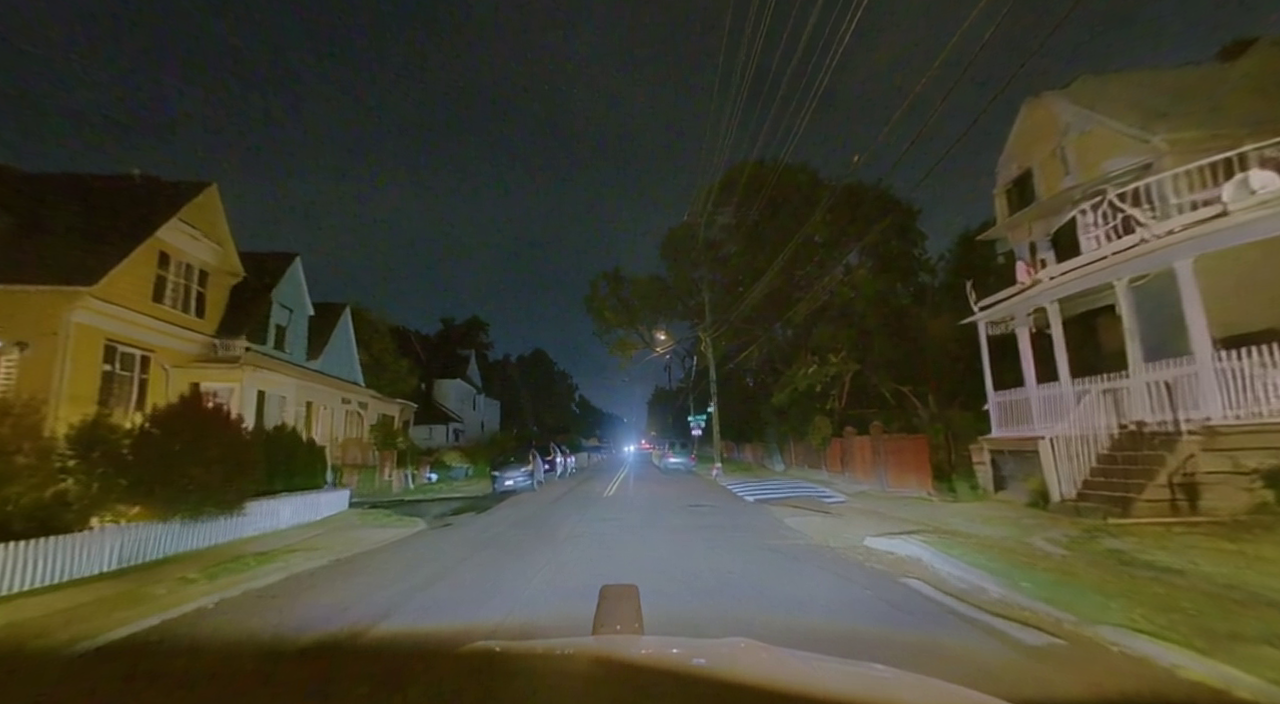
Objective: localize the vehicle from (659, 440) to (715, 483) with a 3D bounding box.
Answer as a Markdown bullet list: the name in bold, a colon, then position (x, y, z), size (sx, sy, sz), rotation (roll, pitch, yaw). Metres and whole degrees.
- **vehicle**: position (2.181, 5.283, 30.847), size (2.129, 1.873, 4.471), rotation (-1, -8, -3)

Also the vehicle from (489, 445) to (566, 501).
- **vehicle**: position (-4.070, 4.406, 23.573), size (2.082, 1.759, 4.541), rotation (-2, -8, -1)
